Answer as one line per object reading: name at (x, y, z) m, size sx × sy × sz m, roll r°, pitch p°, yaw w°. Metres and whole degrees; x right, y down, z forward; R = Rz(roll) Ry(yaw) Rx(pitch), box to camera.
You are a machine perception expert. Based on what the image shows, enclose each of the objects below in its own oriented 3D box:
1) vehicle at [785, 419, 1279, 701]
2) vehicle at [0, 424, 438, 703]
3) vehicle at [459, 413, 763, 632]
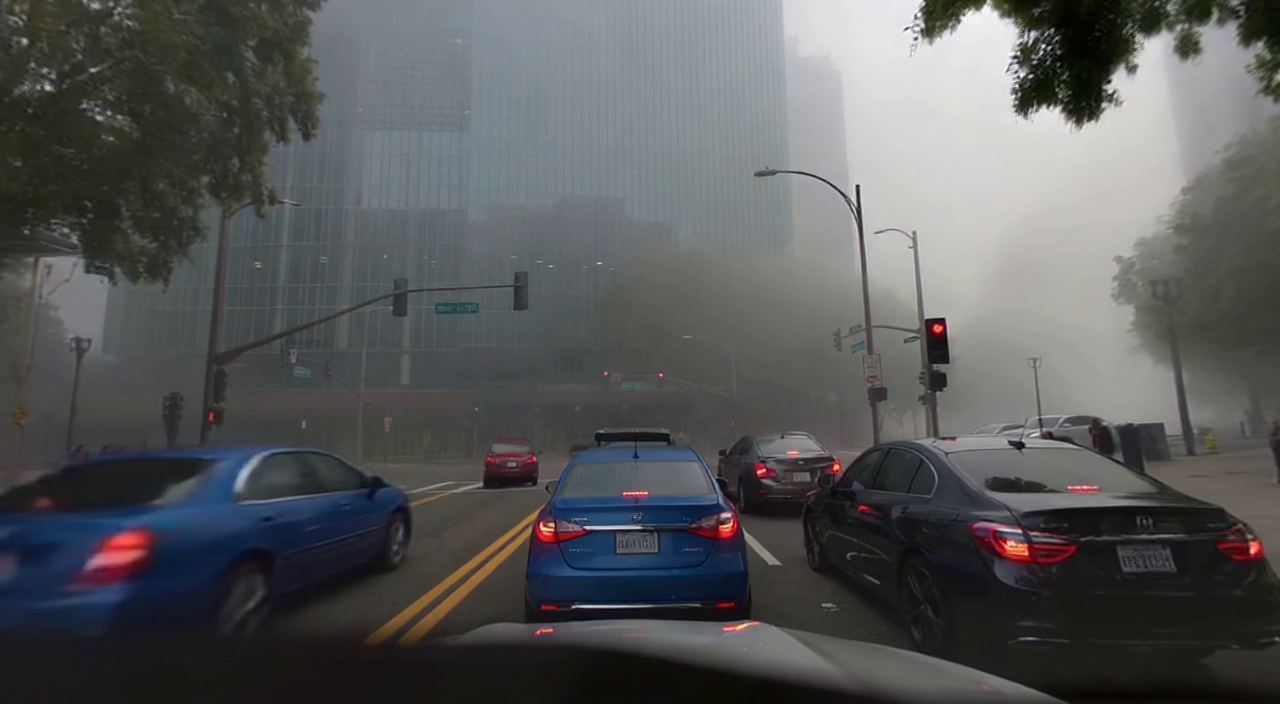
vehicle at (2.757, 1.403, 5.452) m, size 1.952 × 1.464 × 4.165 m, roll 0°, pitch -8°, yaw -1°
vehicle at (-3.444, 1.385, 5.173) m, size 1.957 × 1.427 × 4.531 m, roll 0°, pitch -8°, yaw 1°
vehicle at (-0.266, 1.465, 6.411) m, size 2.072 × 1.476 × 4.078 m, roll 0°, pitch -8°, yaw -2°
